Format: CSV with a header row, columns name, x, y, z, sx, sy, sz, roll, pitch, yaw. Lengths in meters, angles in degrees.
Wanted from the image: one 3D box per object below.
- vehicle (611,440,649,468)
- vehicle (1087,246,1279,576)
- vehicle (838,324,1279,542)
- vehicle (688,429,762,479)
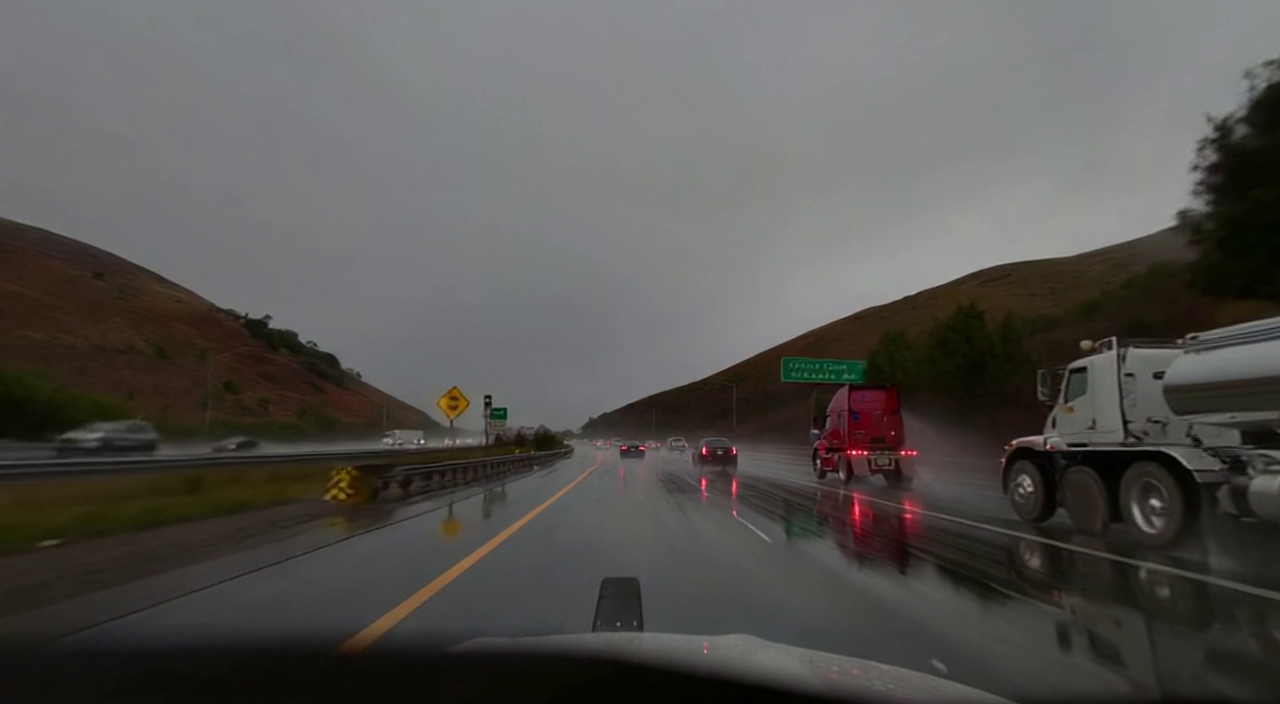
name,x,y,z,sx,sy,sz,roll,pitch,yaw
vehicle,-0.608,5.807,36.149,2.083,1.477,3.965,0,-9,-2
vehicle,7.677,0.209,3.733,2.805,3.212,9.978,0,-9,1
vehicle,7.351,1.785,13.467,2.880,2.975,9.608,0,-9,-2
vehicle,3.247,4.026,25.111,2.098,1.794,4.561,0,-9,-2
